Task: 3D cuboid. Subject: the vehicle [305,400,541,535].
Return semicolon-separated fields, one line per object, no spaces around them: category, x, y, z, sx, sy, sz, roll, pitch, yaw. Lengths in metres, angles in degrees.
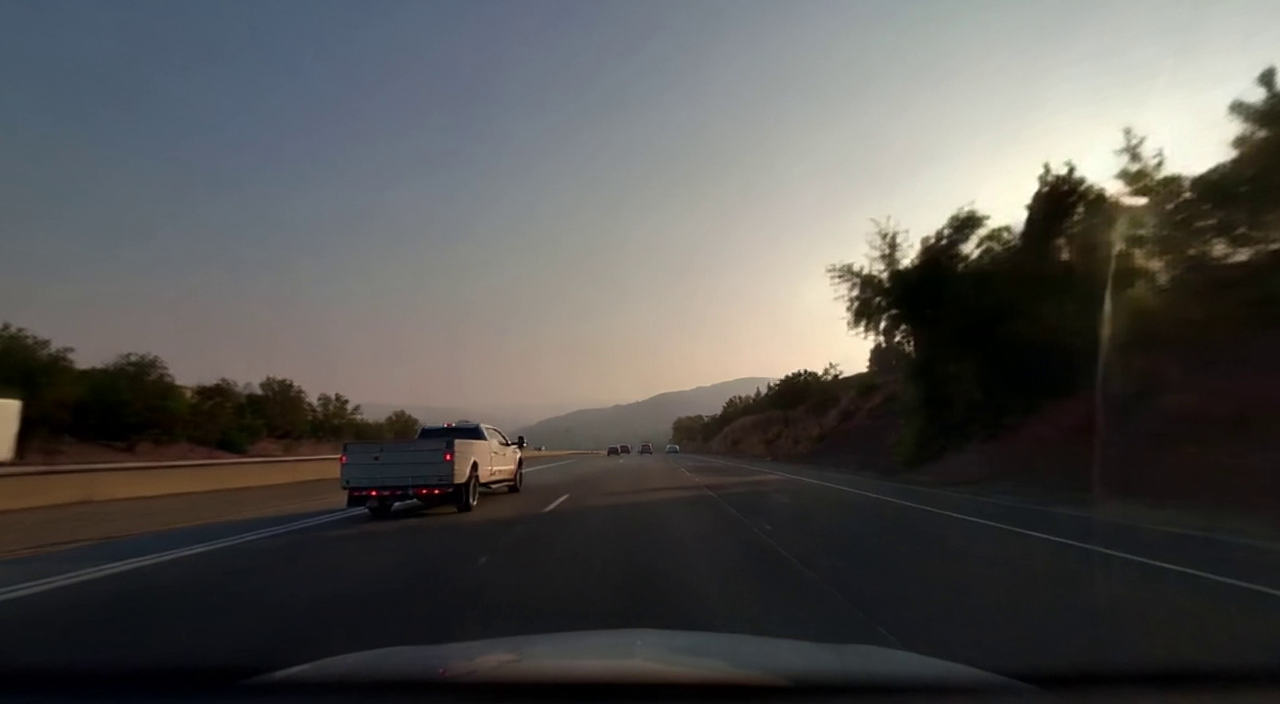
vehicle;-3.558;2.061;11.875;2.379;1.918;5.504;0;-8;1
